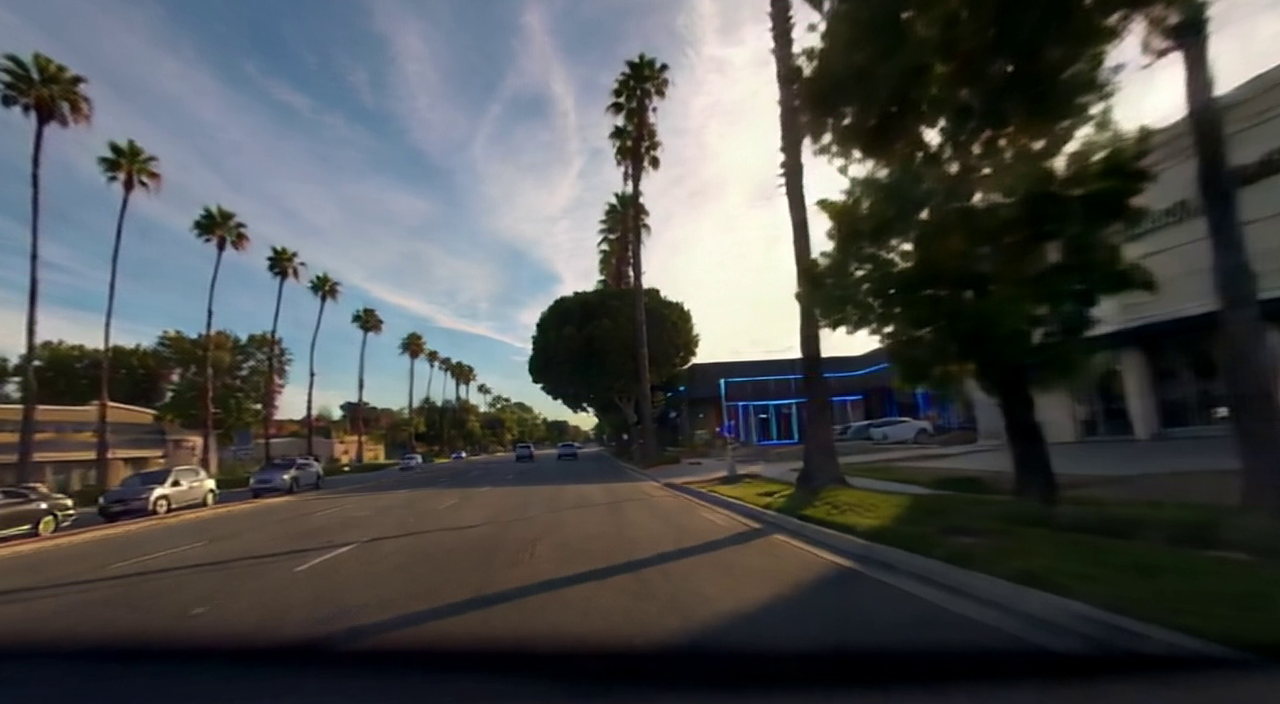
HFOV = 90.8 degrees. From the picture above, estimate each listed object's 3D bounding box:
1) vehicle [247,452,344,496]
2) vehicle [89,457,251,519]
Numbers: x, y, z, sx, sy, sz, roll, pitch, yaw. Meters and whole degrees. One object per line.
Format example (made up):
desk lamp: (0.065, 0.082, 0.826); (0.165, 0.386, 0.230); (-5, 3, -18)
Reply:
vehicle: (-16.348, 5.776, 30.320); (2.306, 1.807, 4.927); (1, -8, -6)
vehicle: (-15.252, 4.370, 20.906); (2.199, 1.696, 4.440); (1, -8, -6)
